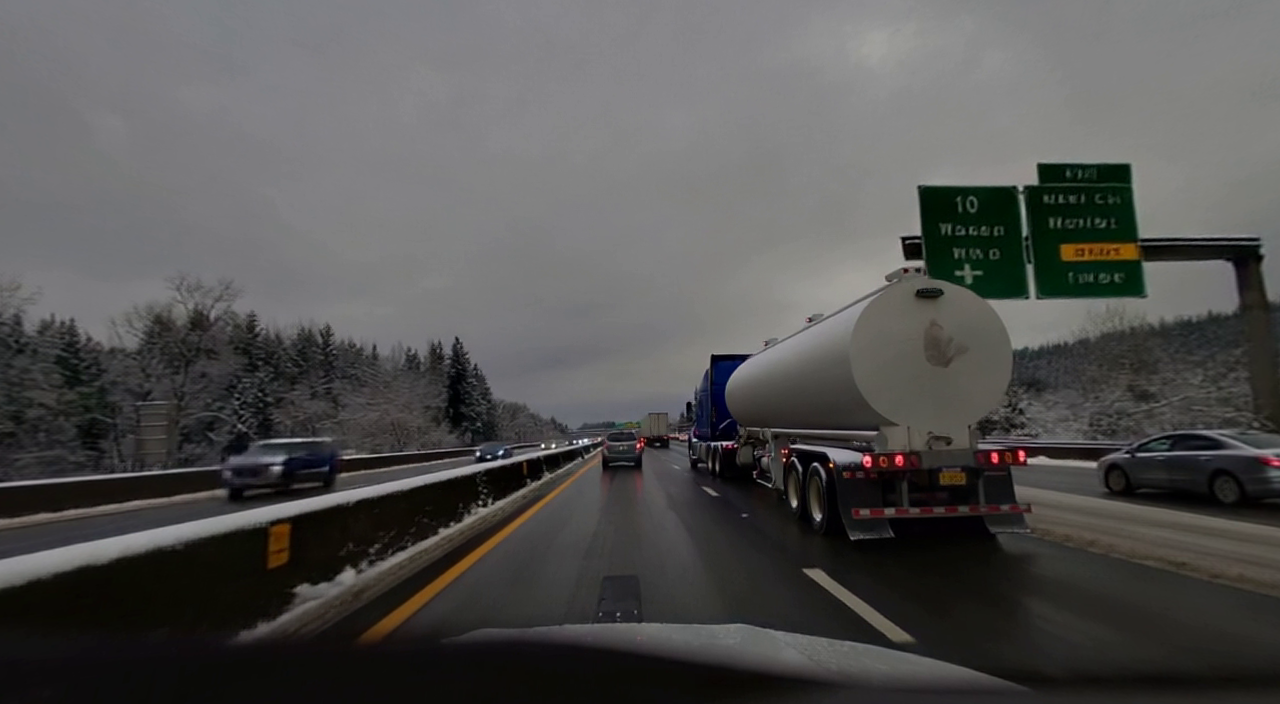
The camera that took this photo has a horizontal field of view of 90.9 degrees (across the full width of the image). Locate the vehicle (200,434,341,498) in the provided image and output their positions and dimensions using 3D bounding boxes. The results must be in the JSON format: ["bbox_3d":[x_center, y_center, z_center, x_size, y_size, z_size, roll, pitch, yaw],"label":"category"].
[{"bbox_3d":[-12.562,3.858,21.888,2.065,1.948,4.720,0,-8,-1],"label":"vehicle"}]

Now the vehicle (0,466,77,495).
[{"bbox_3d":[-38.723,8.111,39.953,1.846,1.553,4.238,-7,-11,42],"label":"vehicle"}]

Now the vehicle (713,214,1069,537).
[{"bbox_3d":[3.508,0.850,12.221,2.826,3.905,9.262,0,-8,-1],"label":"vehicle"}]

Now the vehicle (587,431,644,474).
[{"bbox_3d":[-0.896,3.825,24.321,2.000,1.510,3.518,0,-8,-1],"label":"vehicle"}]

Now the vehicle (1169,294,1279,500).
[{"bbox_3d":[14.529,0.550,10.093,2.878,4.124,10.050,0,-8,-3],"label":"vehicle"}]

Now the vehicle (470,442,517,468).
[{"bbox_3d":[-9.254,6.529,40.250,1.894,1.483,4.624,0,-8,0],"label":"vehicle"}]

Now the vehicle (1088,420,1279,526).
[{"bbox_3d":[9.840,1.925,10.521,1.739,1.471,3.889,0,-8,-2],"label":"vehicle"}]

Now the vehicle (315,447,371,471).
[{"bbox_3d":[-20.315,7.335,43.284,1.880,1.476,4.282,0,-8,-2],"label":"vehicle"}]

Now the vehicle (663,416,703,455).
[{"bbox_3d":[3.182,6.304,47.741,2.475,2.782,4.986,0,-8,-3],"label":"vehicle"}]
